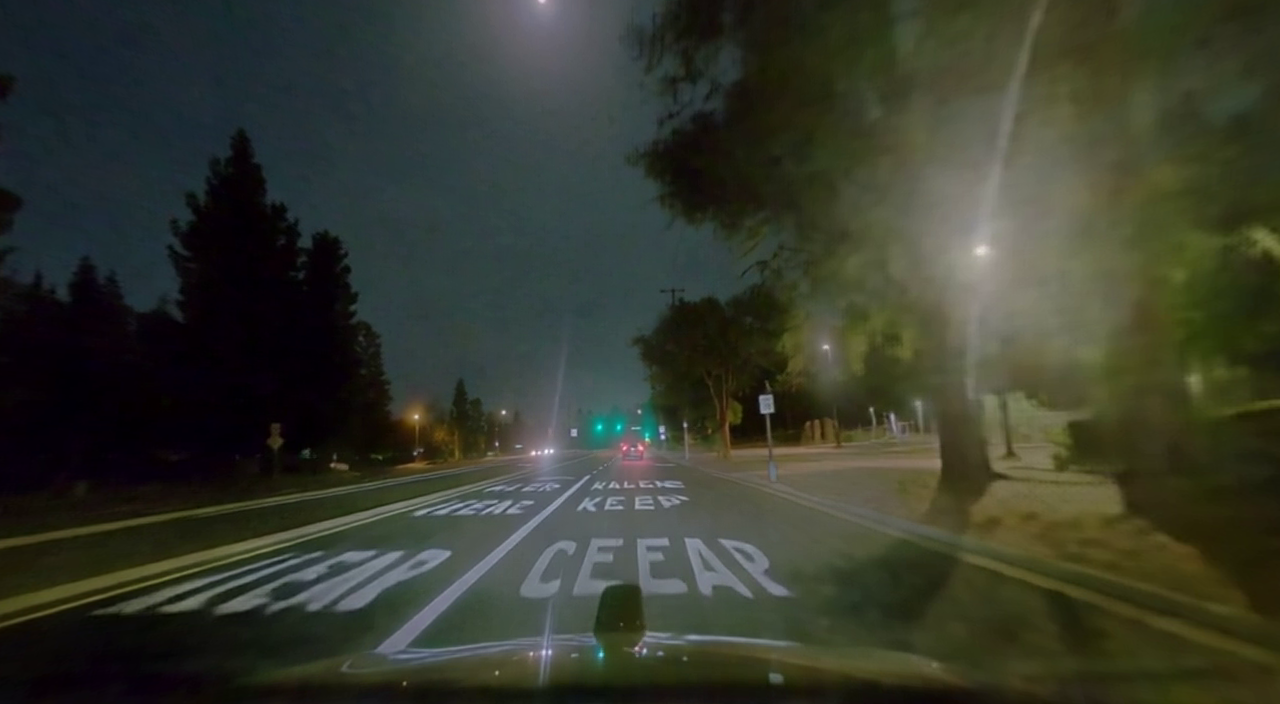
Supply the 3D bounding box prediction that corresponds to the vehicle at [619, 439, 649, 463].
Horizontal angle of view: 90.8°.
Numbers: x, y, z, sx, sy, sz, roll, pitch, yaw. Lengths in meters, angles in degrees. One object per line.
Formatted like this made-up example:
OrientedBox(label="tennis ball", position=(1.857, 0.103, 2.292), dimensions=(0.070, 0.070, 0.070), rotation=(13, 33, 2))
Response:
OrientedBox(label="vehicle", position=(-0.409, 7.043, 45.154), dimensions=(2.045, 1.613, 4.210), rotation=(0, -8, -1))
